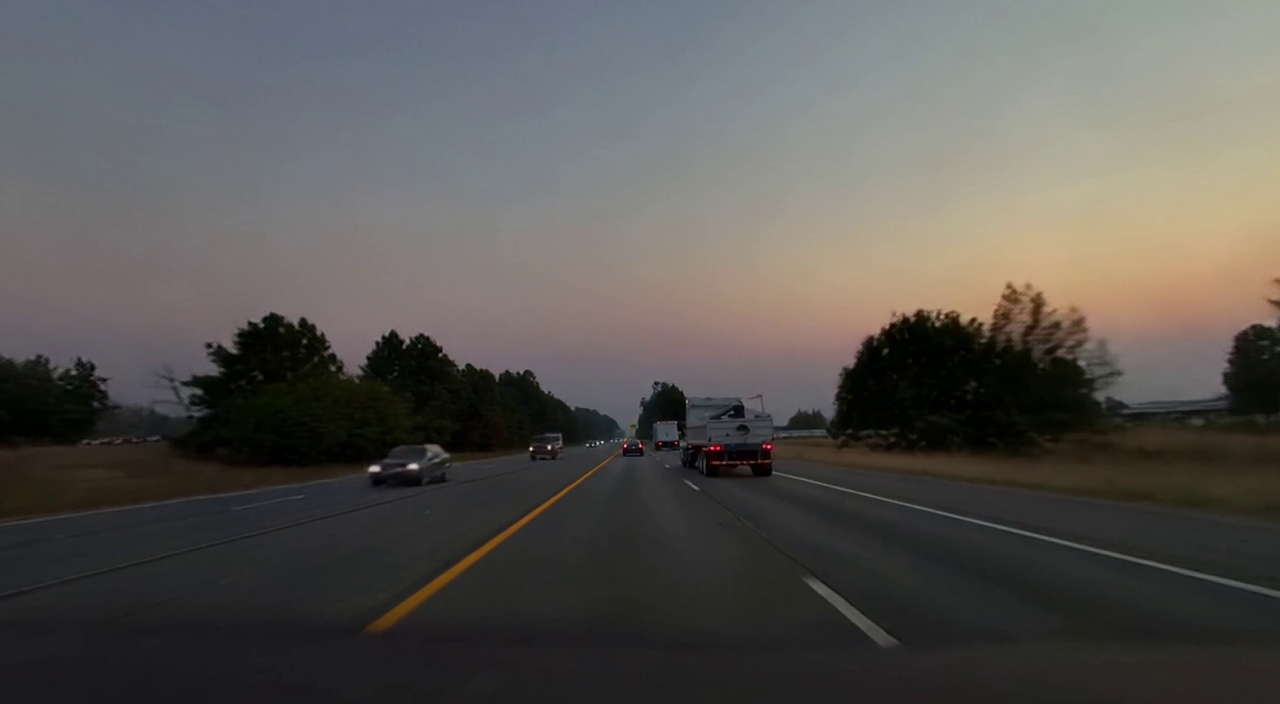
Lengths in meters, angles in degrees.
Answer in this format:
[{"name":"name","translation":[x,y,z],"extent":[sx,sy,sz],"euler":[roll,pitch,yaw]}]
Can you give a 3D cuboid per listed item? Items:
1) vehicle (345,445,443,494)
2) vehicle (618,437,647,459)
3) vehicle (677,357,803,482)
[{"name":"vehicle","translation":[-8.484,4.048,22.073],"extent":[1.857,1.509,4.010],"euler":[0,-8,0]},{"name":"vehicle","translation":[-0.603,7.499,49.489],"extent":[2.192,1.623,4.887],"euler":[0,-8,-1]},{"name":"vehicle","translation":[3.618,3.074,27.190],"extent":[2.919,4.004,13.911],"euler":[0,-8,-1]}]
